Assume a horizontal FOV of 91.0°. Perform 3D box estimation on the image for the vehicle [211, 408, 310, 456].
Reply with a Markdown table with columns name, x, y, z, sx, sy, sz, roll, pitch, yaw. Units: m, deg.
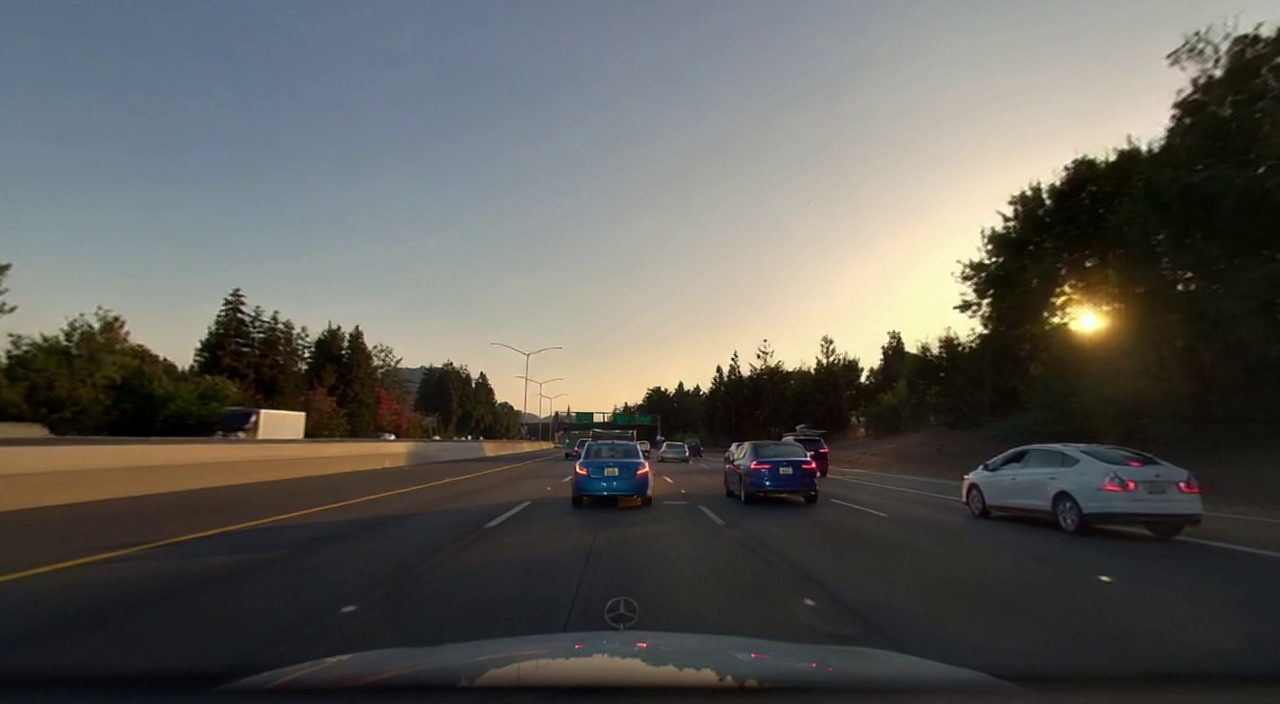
| name | x | y | z | sx | sy | sz | roll | pitch | yaw |
| --- | --- | --- | --- | --- | --- | --- | --- | --- | --- |
| vehicle | -27.770 | 5.999 | 46.553 | 2.876 | 3.193 | 7.305 | 1 | -9 | -2 |

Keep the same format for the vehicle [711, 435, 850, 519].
| name | x | y | z | sx | sy | sz | roll | pitch | yaw |
| --- | --- | --- | --- | --- | --- | --- | --- | --- | --- |
| vehicle | 2.858 | 2.663 | 13.903 | 1.975 | 1.532 | 4.227 | 1 | -9 | -2 |

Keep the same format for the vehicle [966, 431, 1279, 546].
| name | x | y | z | sx | sy | sz | roll | pitch | yaw |
| --- | --- | --- | --- | --- | --- | --- | --- | --- | --- |
| vehicle | 8.469 | 2.347 | 11.579 | 2.106 | 1.641 | 4.671 | 1 | -9 | -5 |

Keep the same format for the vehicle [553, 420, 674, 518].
| name | x | y | z | sx | sy | sz | roll | pitch | yaw |
| --- | --- | --- | --- | --- | --- | --- | --- | --- | --- |
| vehicle | -0.524 | 2.412 | 13.393 | 2.181 | 1.728 | 3.970 | 1 | -9 | -2 |
